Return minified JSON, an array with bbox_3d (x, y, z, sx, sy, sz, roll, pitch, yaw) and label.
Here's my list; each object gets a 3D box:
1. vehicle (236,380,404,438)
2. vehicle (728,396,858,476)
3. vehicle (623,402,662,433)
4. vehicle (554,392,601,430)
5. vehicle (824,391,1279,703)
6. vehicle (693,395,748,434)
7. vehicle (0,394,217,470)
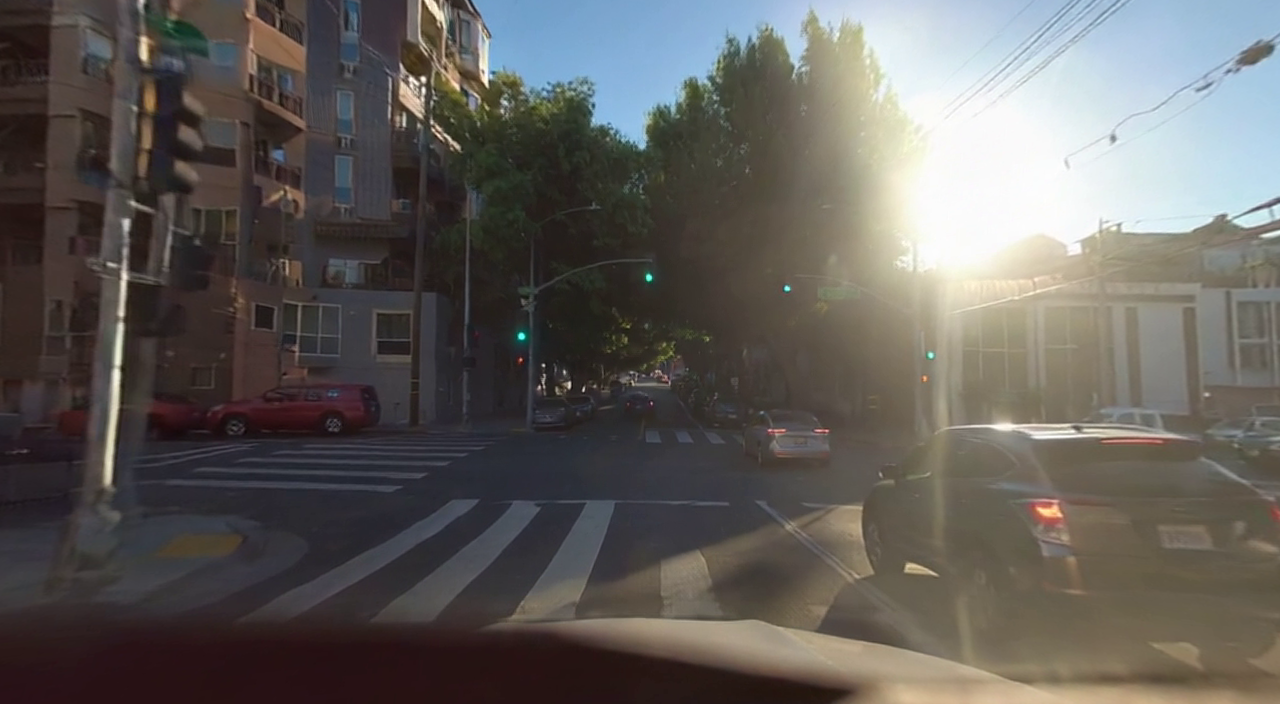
[{"bbox_3d":[-10.314,1.916,20.596,4.304,1.755,2.083,-1,-8,1],"label":"vehicle"},{"bbox_3d":[3.279,1.785,14.350,1.970,1.490,4.016,0,-3,0],"label":"vehicle"},{"bbox_3d":[0.149,3.496,33.227,1.923,1.460,3.923,0,-8,1],"label":"vehicle"},{"bbox_3d":[-2.841,2.784,29.246,1.878,1.521,3.697,0,-8,-1],"label":"vehicle"},{"bbox_3d":[3.071,1.199,4.590,2.055,1.450,4.676,0,-8,0],"label":"vehicle"},{"bbox_3d":[3.769,3.048,30.209,2.093,1.655,4.327,0,-8,0],"label":"vehicle"},{"bbox_3d":[-12.345,1.735,14.085,4.507,1.455,1.927,-1,-1,2],"label":"vehicle"}]
